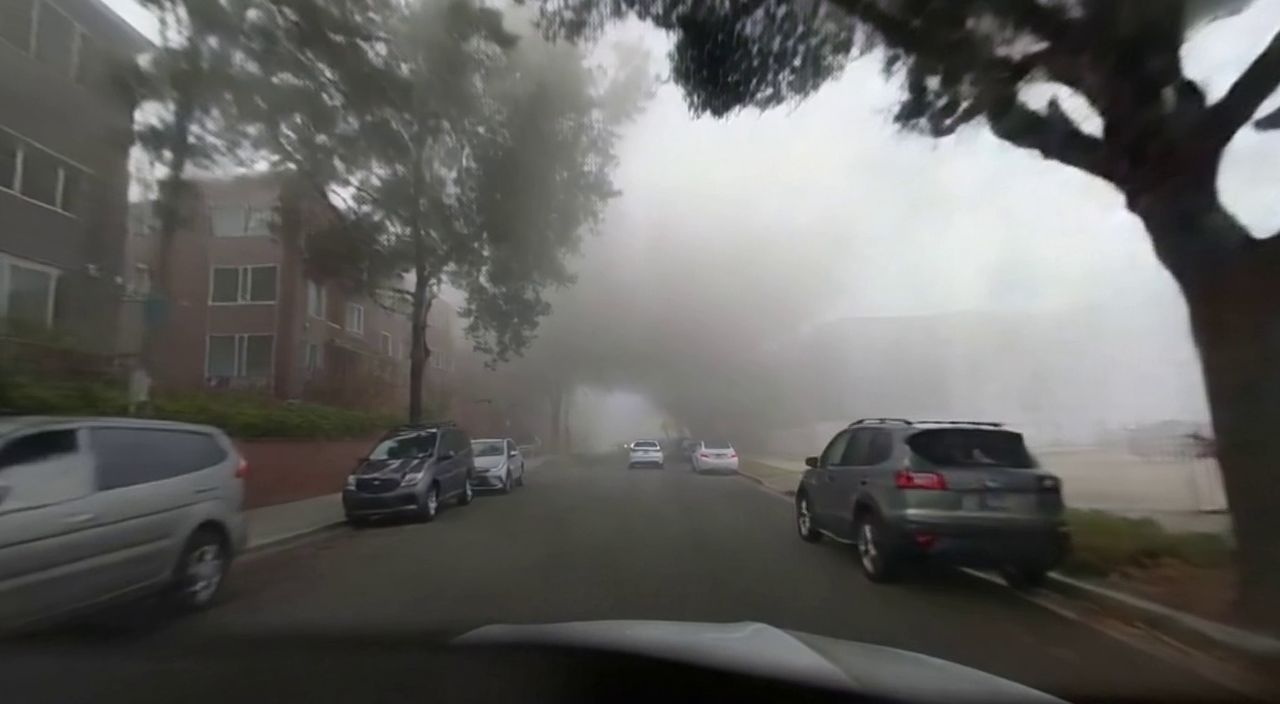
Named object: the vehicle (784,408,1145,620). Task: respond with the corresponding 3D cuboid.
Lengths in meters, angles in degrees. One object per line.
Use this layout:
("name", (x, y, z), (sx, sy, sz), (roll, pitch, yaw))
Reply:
("vehicle", (3.037, 1.567, 7.096), (1.901, 1.649, 4.118), (0, -8, 1))

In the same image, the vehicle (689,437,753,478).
("vehicle", (3.219, 4.267, 25.852), (2.086, 1.498, 4.280), (0, -8, 0))

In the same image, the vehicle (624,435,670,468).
("vehicle", (0.370, 4.809, 30.652), (2.095, 1.510, 3.605), (0, -8, 1))

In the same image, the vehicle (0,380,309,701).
("vehicle", (-4.279, 1.032, 4.179), (1.951, 1.662, 4.046), (1, -4, 0))

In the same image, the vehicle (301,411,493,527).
("vehicle", (-4.597, 2.167, 12.754), (2.022, 1.721, 4.355), (1, -3, 2))
